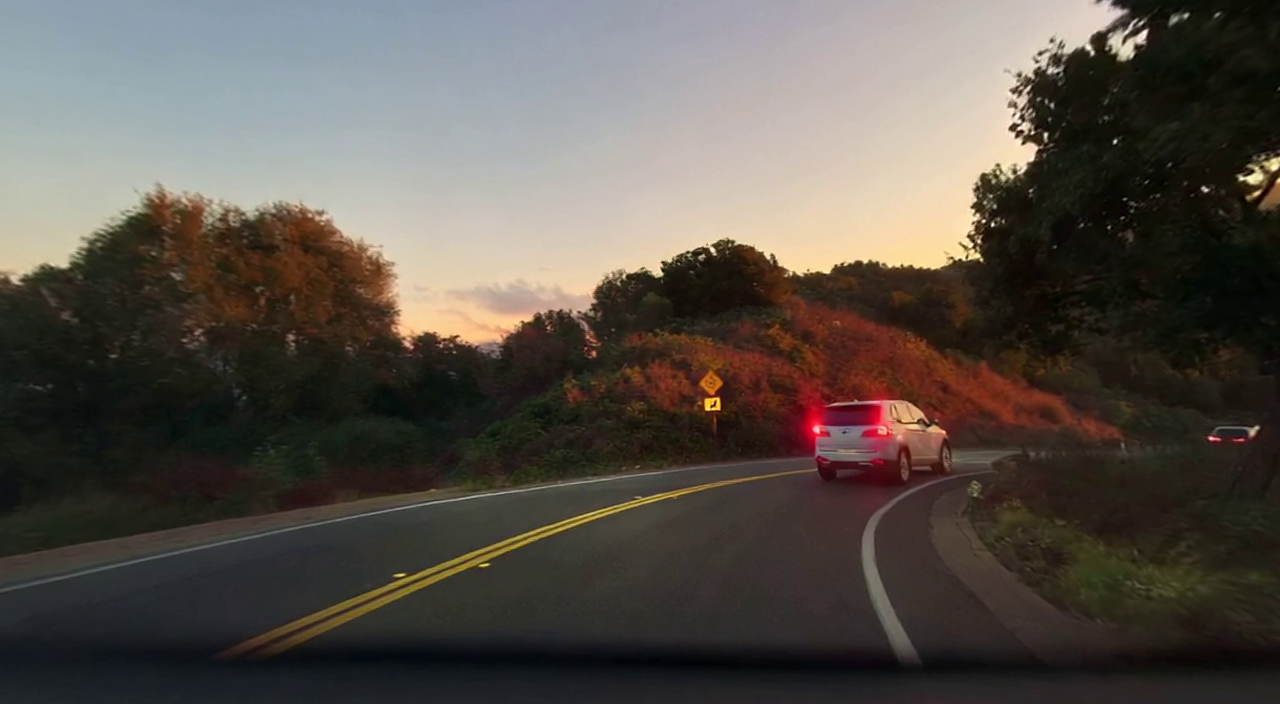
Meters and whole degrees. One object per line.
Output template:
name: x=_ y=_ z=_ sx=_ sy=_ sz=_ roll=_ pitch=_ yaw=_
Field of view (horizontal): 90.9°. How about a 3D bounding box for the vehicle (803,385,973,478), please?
vehicle: x=6.633 y=2.121 z=16.407 sx=2.500 sy=1.961 sz=5.637 roll=-7 pitch=-11 yaw=38
